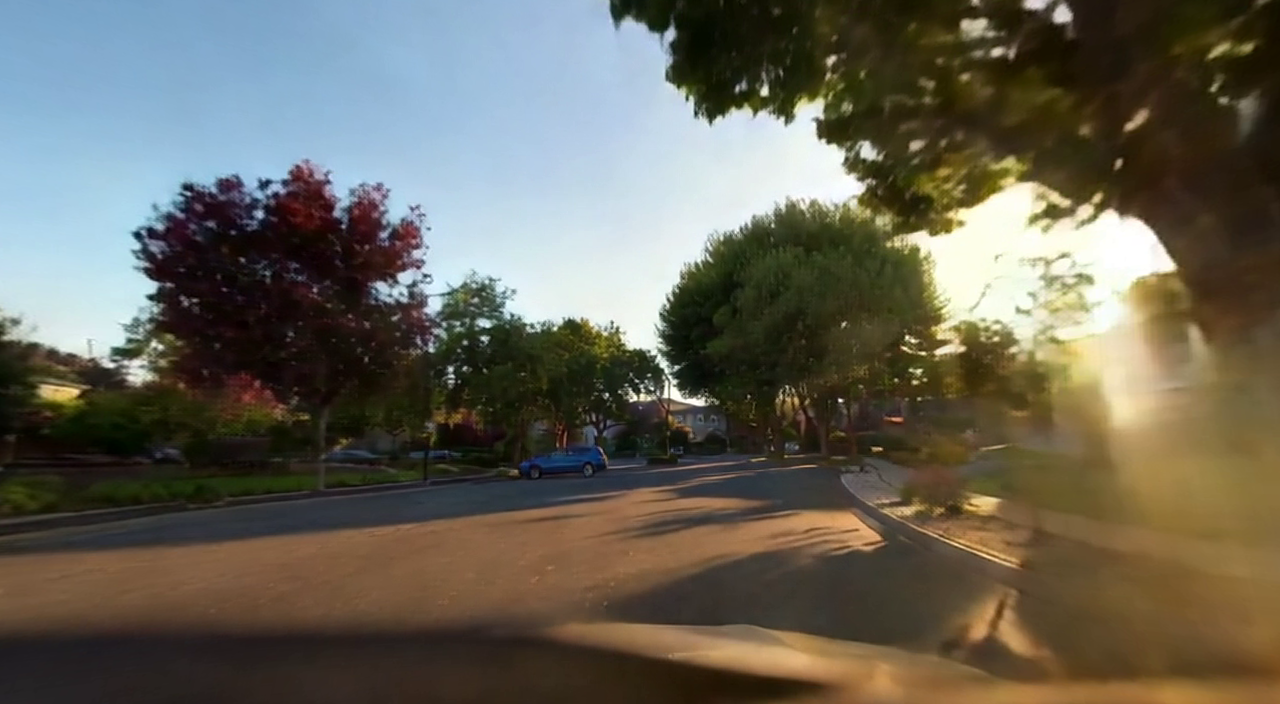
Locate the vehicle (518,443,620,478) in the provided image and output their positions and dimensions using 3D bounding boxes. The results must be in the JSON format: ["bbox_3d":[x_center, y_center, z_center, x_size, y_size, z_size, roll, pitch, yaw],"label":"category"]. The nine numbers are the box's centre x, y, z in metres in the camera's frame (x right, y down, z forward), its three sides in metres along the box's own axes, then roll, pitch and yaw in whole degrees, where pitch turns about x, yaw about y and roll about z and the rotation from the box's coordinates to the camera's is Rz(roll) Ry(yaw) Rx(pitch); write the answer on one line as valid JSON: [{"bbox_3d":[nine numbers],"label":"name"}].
[{"bbox_3d":[-3.489,5.371,31.473,4.692,1.660,1.879,-2,-9,11],"label":"vehicle"}]
